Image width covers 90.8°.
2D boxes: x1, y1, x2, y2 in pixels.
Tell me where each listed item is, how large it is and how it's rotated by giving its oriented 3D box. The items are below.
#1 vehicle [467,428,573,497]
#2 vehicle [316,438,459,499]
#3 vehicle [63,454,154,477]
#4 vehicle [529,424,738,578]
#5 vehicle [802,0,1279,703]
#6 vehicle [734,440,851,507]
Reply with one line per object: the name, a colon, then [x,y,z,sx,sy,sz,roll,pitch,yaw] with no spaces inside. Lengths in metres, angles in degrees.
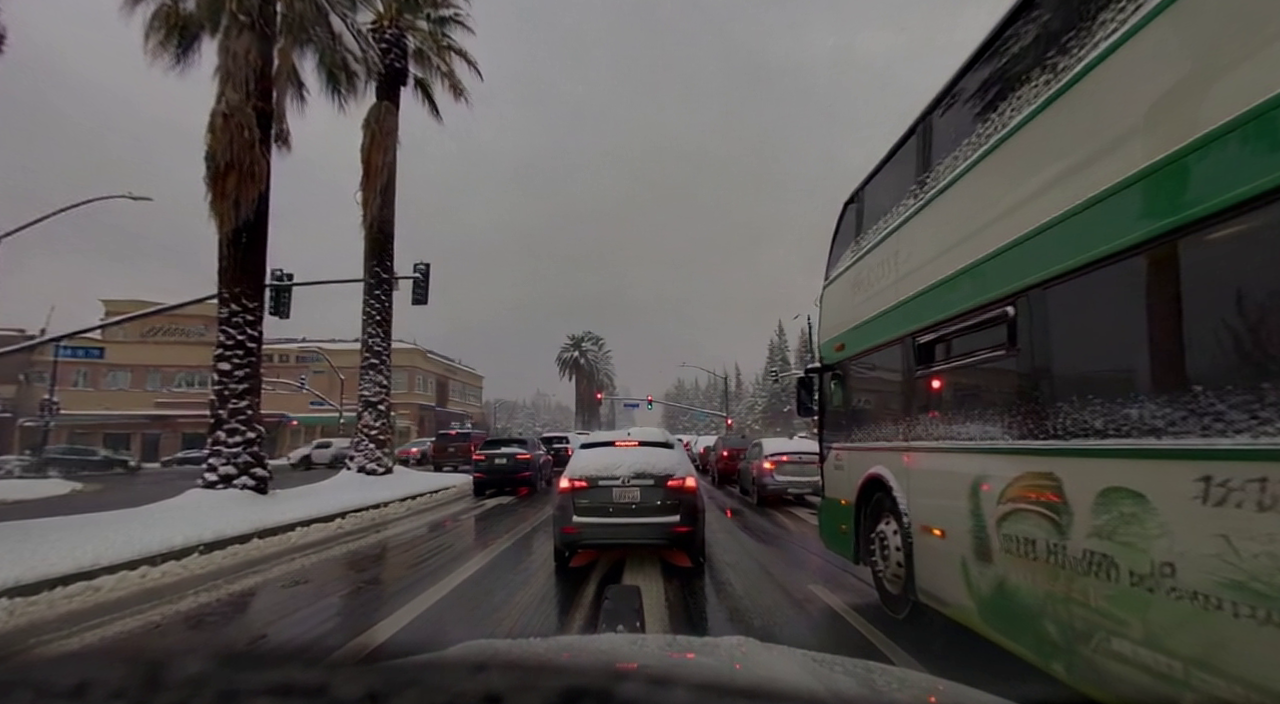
vehicle: [-3.267,3.123,18.131,2.020,1.721,4.366,-1,-9,2]
vehicle: [-6.914,3.228,17.987,1.927,1.480,4.832,0,-9,2]
vehicle: [-37.829,8.077,45.066,4.630,1.473,1.837,1,-9,-7]
vehicle: [-0.079,1.769,8.234,2.060,1.499,3.831,0,-9,0]
vehicle: [3.548,-0.439,1.181,2.970,4.015,13.606,0,-9,0]
vehicle: [3.690,3.014,16.143,1.989,1.467,4.364,0,-9,1]
